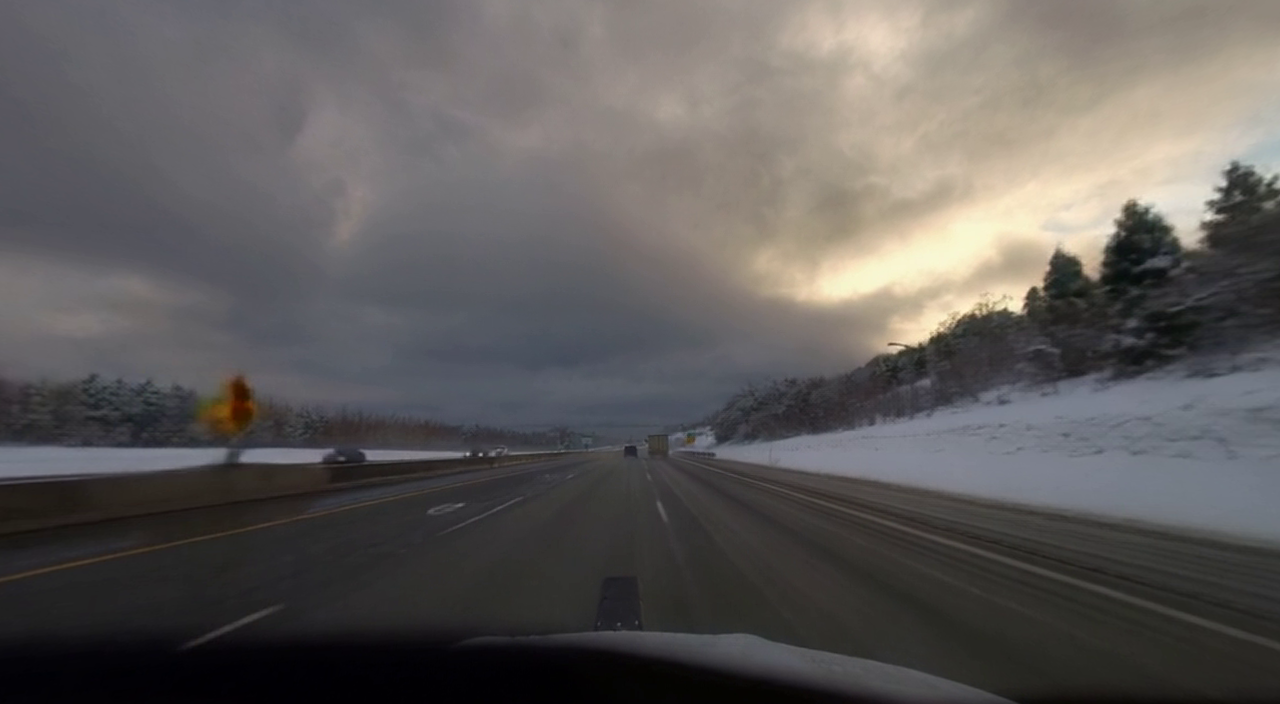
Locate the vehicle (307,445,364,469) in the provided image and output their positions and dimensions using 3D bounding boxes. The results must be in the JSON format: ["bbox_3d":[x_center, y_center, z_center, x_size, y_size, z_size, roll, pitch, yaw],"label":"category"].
[{"bbox_3d":[-20.327,7.029,42.126,1.802,1.476,4.083,0,-9,0],"label":"vehicle"}]
